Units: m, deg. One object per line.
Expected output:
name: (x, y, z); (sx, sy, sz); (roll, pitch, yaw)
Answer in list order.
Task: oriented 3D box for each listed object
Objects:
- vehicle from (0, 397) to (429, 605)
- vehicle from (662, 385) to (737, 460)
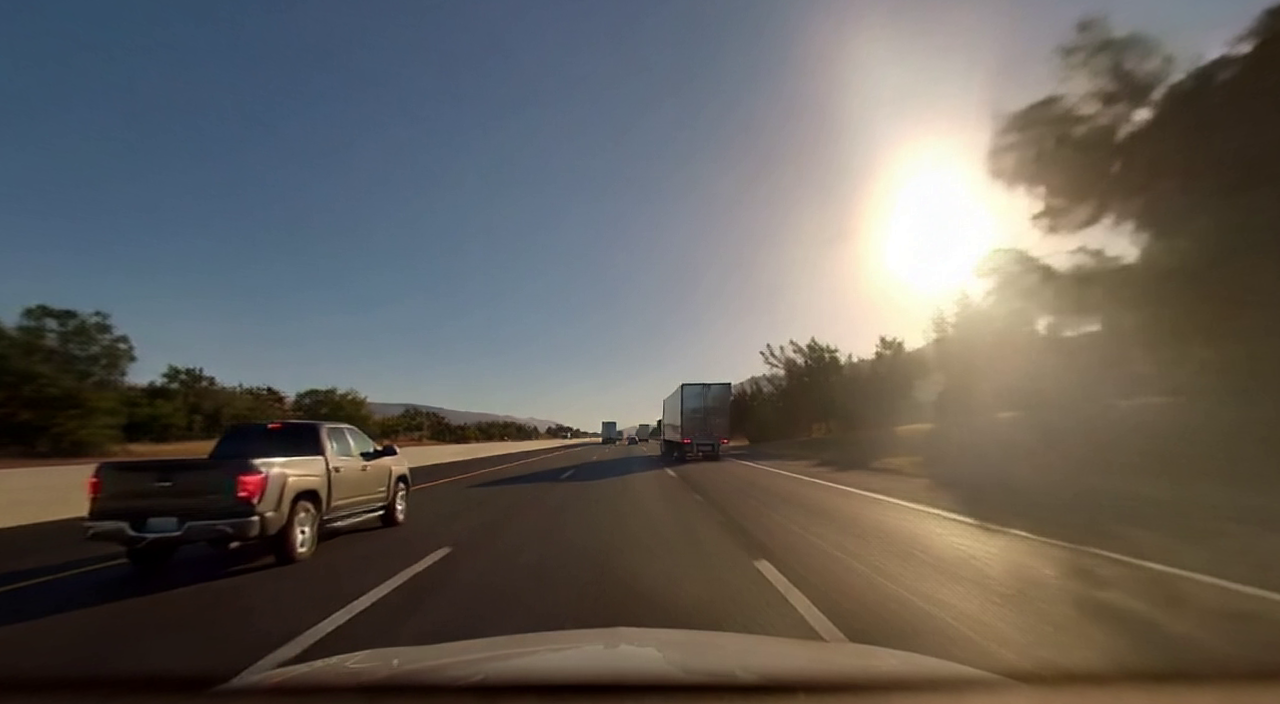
vehicle: (-4.087, 1.444, 7.016); (2.044, 1.604, 4.144); (0, -8, 0)
vehicle: (3.613, 5.116, 43.781); (3.144, 4.168, 17.594); (0, -8, -1)
